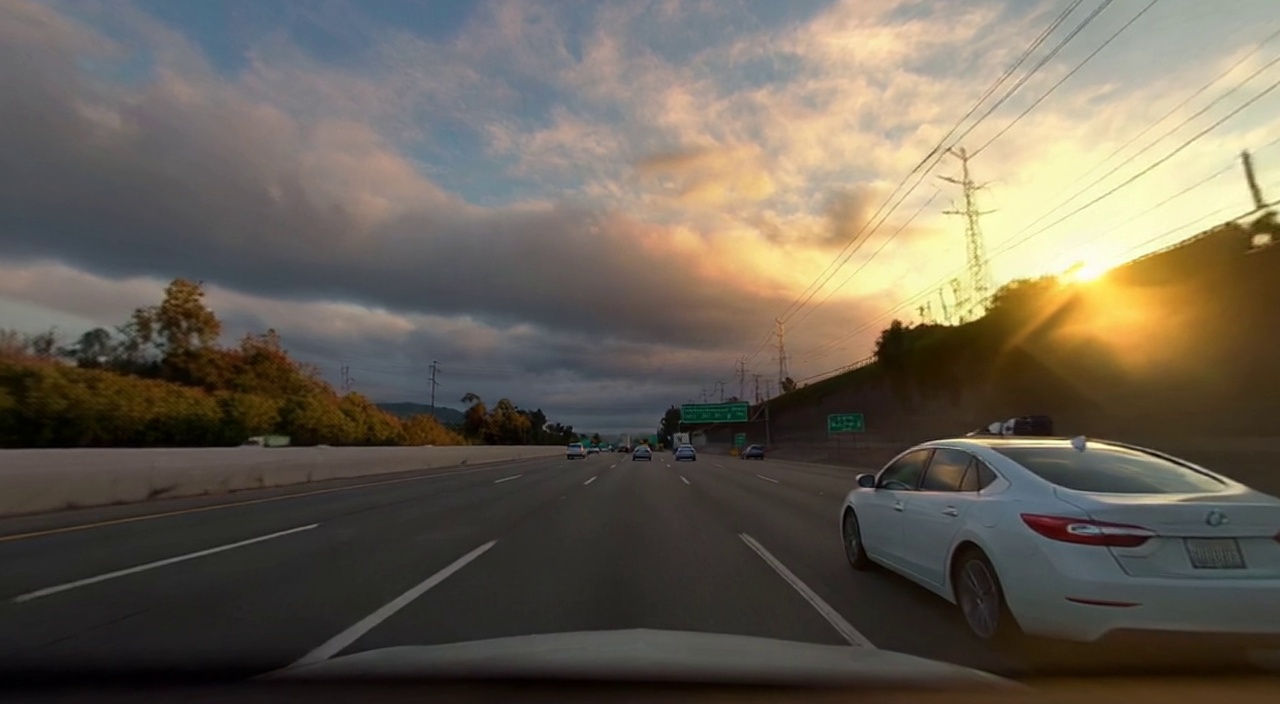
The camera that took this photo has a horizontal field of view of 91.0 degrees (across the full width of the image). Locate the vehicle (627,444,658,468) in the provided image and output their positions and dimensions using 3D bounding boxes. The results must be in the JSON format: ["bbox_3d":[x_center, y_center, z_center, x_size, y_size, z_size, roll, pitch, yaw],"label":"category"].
[{"bbox_3d":[0.165,7.372,44.768,2.066,1.562,4.198,0,-9,0],"label":"vehicle"}]

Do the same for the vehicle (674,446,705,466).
[{"bbox_3d":[3.772,8.011,48.597,2.076,1.506,4.050,0,-9,0],"label":"vehicle"}]
